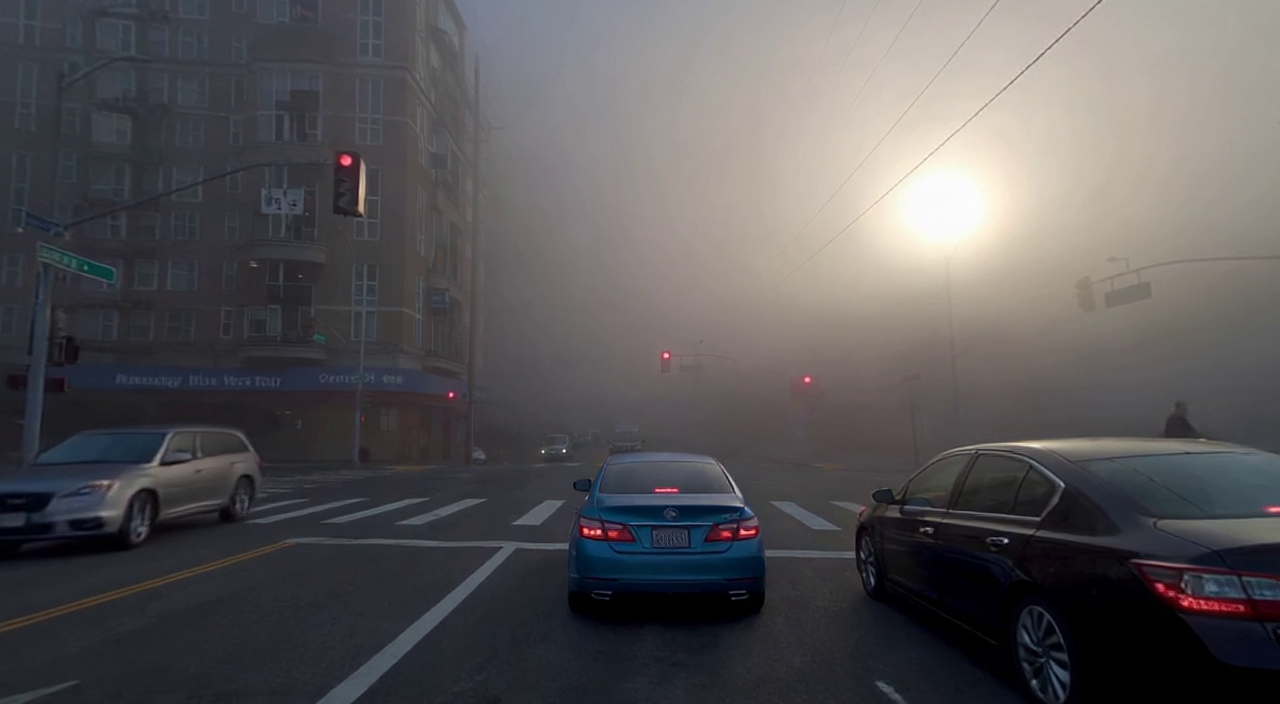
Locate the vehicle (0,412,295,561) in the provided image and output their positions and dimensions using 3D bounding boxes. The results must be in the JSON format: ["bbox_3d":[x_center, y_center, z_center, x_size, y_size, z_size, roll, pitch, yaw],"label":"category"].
[{"bbox_3d":[-8.529,2.156,11.076,2.338,1.889,5.998,1,-8,-9],"label":"vehicle"}]

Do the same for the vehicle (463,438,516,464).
[{"bbox_3d":[-9.733,6.428,41.022,2.030,1.596,3.912,-1,-9,8],"label":"vehicle"}]

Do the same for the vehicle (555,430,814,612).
[{"bbox_3d":[0.282,1.693,7.283,2.132,1.464,4.089,0,-8,-3],"label":"vehicle"}]

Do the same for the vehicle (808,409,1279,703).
[{"bbox_3d":[2.811,1.289,4.570,1.961,1.498,4.356,0,-8,0],"label":"vehicle"}]
